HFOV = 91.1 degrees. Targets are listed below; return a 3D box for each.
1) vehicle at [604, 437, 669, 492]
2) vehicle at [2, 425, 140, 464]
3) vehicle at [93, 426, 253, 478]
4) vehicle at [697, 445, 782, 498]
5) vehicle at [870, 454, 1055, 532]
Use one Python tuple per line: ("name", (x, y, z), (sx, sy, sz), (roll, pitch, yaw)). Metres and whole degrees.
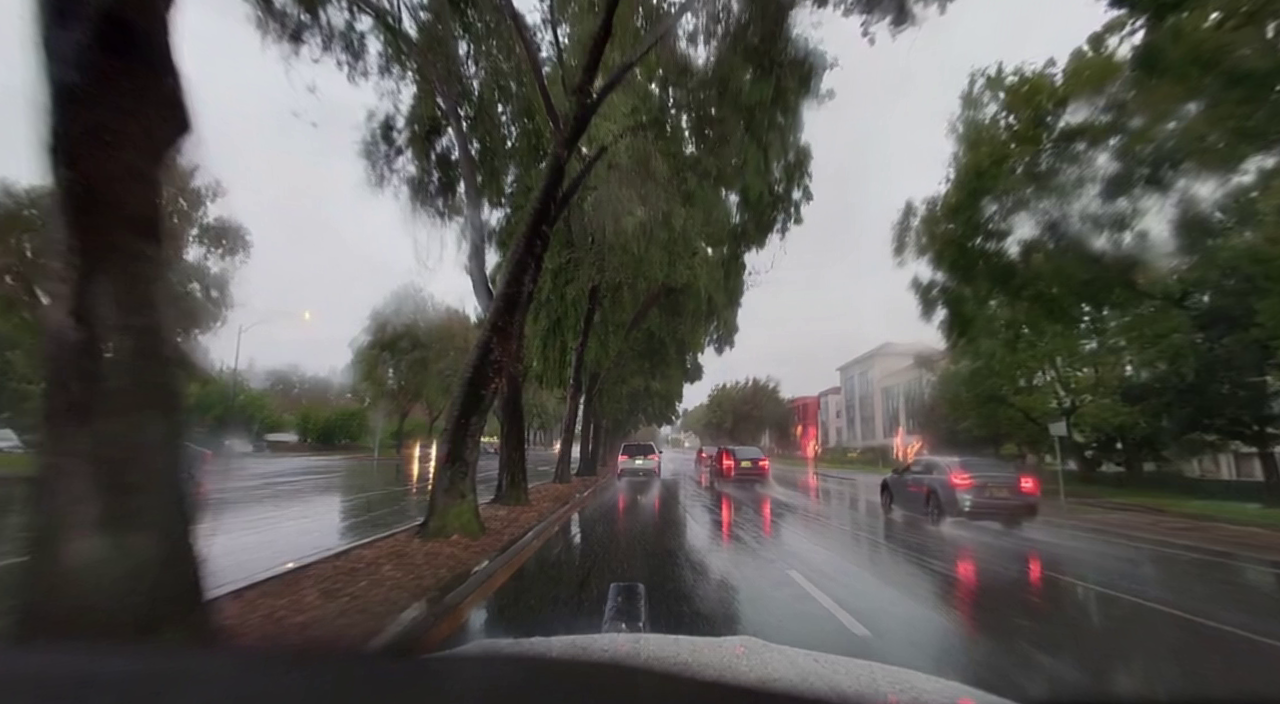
("vehicle", (-0.096, 3.784, 21.446), (2.008, 1.674, 4.239), (0, -9, 0))
("vehicle", (-28.657, 4.708, 31.918), (2.021, 1.774, 5.261), (0, -9, 0))
("vehicle", (-18.652, 4.050, 25.569), (2.094, 1.863, 5.694), (0, -9, 0))
("vehicle", (3.027, 3.721, 19.992), (1.932, 1.510, 4.168), (0, -9, -1))
("vehicle", (7.123, 3.120, 14.479), (1.944, 1.458, 4.268), (0, -9, -1))
